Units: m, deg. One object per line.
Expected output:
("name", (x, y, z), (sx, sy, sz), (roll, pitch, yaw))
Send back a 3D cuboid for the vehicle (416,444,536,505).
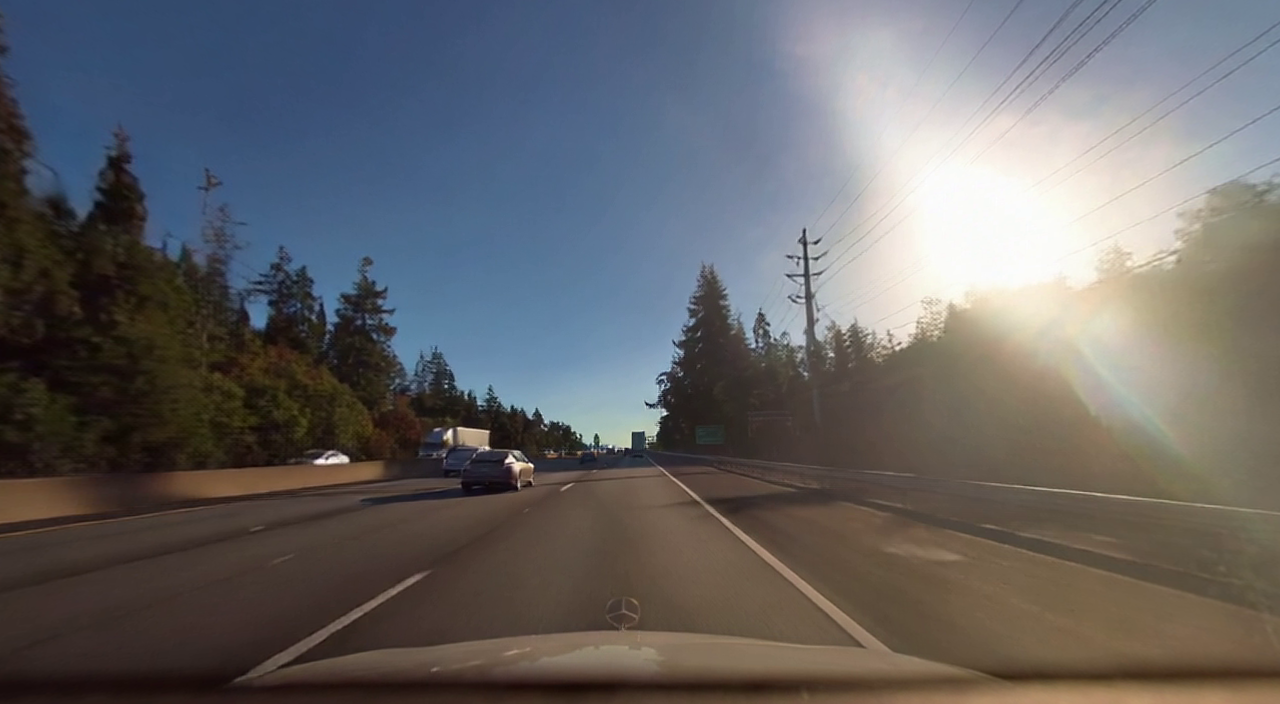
("vehicle", (-4.326, 3.302, 17.457), (2.106, 1.445, 4.404), (0, -9, 0))
